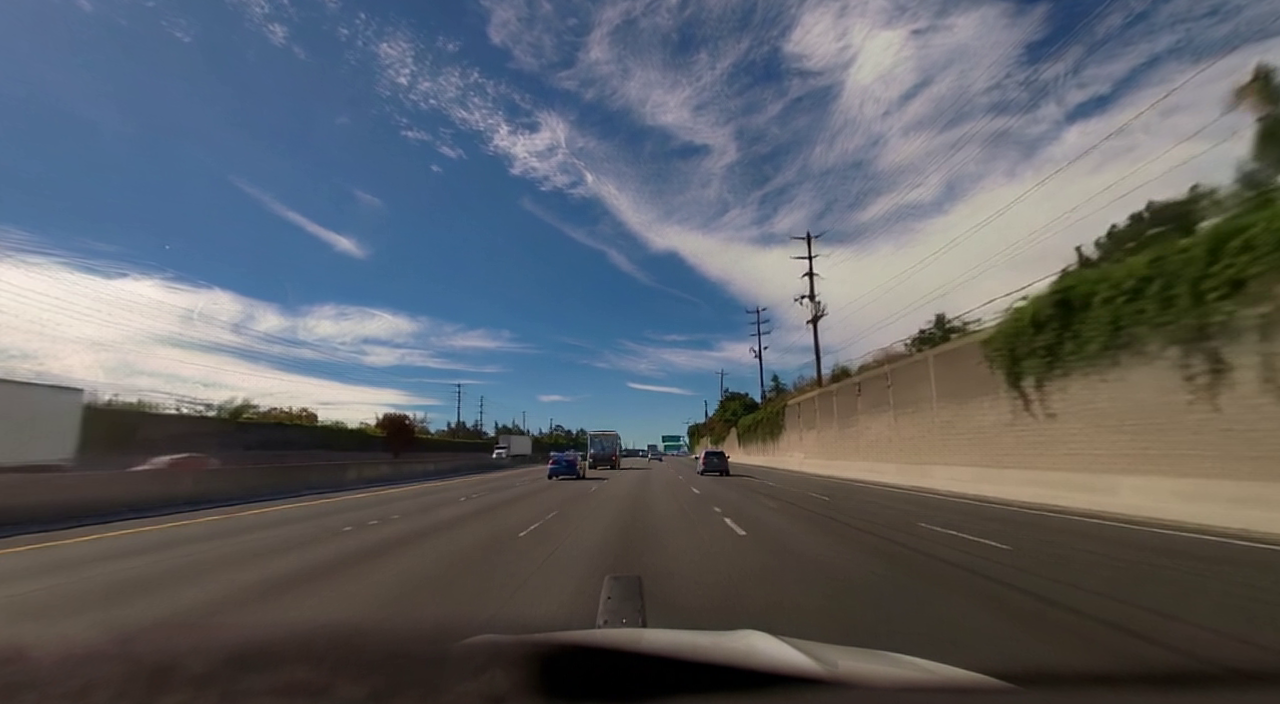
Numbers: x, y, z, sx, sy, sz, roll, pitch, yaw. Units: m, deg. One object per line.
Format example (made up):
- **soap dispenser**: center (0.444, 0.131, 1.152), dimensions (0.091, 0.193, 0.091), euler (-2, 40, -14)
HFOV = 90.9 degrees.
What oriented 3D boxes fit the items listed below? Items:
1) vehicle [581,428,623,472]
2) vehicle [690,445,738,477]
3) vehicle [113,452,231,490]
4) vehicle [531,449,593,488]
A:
- **vehicle**: center (-2.854, 7.662, 49.268), dimensions (2.632, 3.153, 6.879), euler (0, -9, 2)
- **vehicle**: center (4.319, 6.440, 37.488), dimensions (2.214, 1.799, 4.627), euler (0, -9, -1)
- **vehicle**: center (-19.449, 4.932, 26.451), dimensions (1.828, 1.416, 3.982), euler (0, -9, 1)
- **vehicle**: center (-3.156, 4.812, 26.315), dimensions (2.004, 1.498, 4.043), euler (0, -9, 1)
